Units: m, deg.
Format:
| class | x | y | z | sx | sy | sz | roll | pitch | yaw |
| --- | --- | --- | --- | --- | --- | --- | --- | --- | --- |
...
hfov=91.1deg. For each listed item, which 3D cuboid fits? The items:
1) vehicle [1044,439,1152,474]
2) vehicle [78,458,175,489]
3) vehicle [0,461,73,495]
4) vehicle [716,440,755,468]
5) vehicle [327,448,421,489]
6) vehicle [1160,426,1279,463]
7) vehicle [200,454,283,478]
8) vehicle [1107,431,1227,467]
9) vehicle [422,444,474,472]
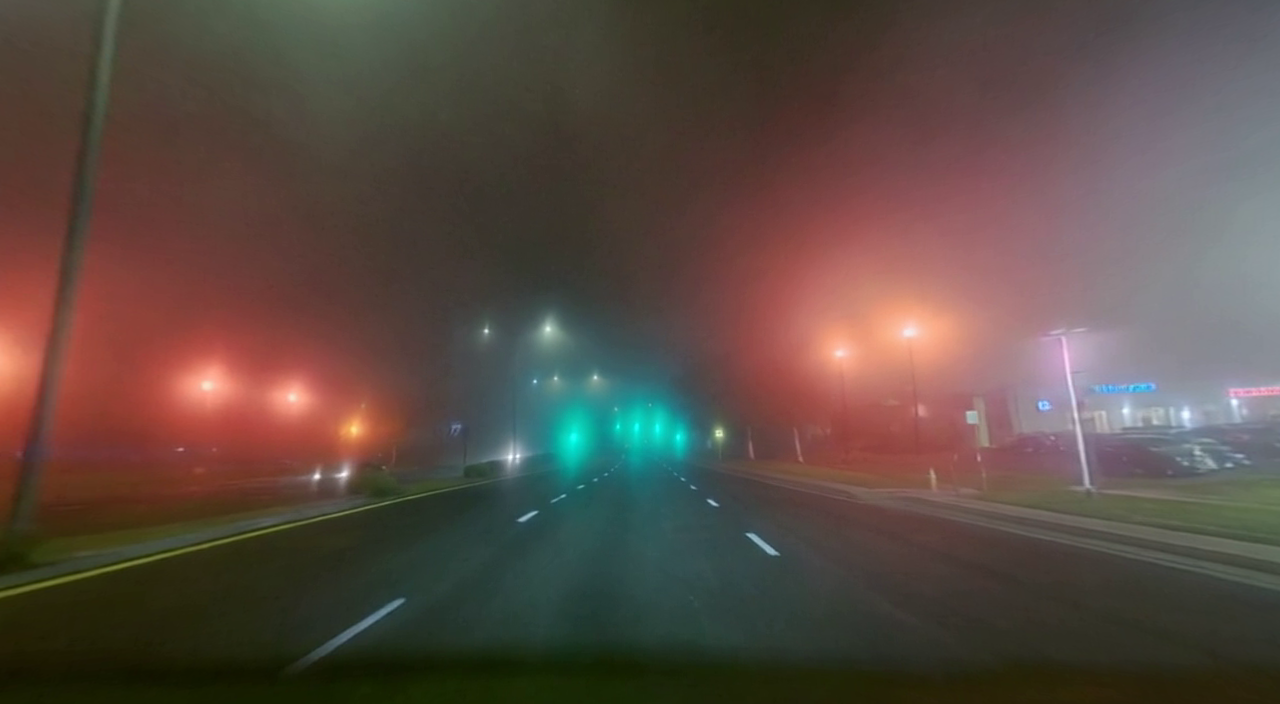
| class | x | y | z | sx | sy | sz | roll | pitch | yaw |
| --- | --- | --- | --- | --- | --- | --- | --- | --- | --- |
| vehicle | 22.846 | 5.180 | 31.566 | 2.025 | 1.586 | 4.486 | -1 | -8 | 0 |
| vehicle | -31.144 | 7.362 | 38.240 | 4.351 | 1.547 | 1.998 | 3 | -11 | -34 |
| vehicle | -31.290 | 6.281 | 31.198 | 4.360 | 1.536 | 1.990 | 7 | -11 | -39 |
| vehicle | 6.811 | 7.311 | 45.136 | 2.017 | 1.839 | 4.351 | 0 | -9 | -1 |
| vehicle | -12.267 | 5.367 | 29.421 | 2.082 | 1.712 | 5.122 | 0 | -9 | 1 |
| vehicle | 28.296 | 4.494 | 30.478 | 1.898 | 1.609 | 4.864 | 0 | -9 | 0 |
| vehicle | -29.500 | 8.405 | 46.690 | 5.026 | 1.615 | 1.939 | 5 | -10 | -30 |
| vehicle | 25.717 | 4.777 | 30.893 | 1.908 | 1.617 | 4.452 | 0 | -9 | -2 |
| vehicle | -13.383 | 7.401 | 44.096 | 2.398 | 1.807 | 4.507 | 0 | -9 | -3 |
